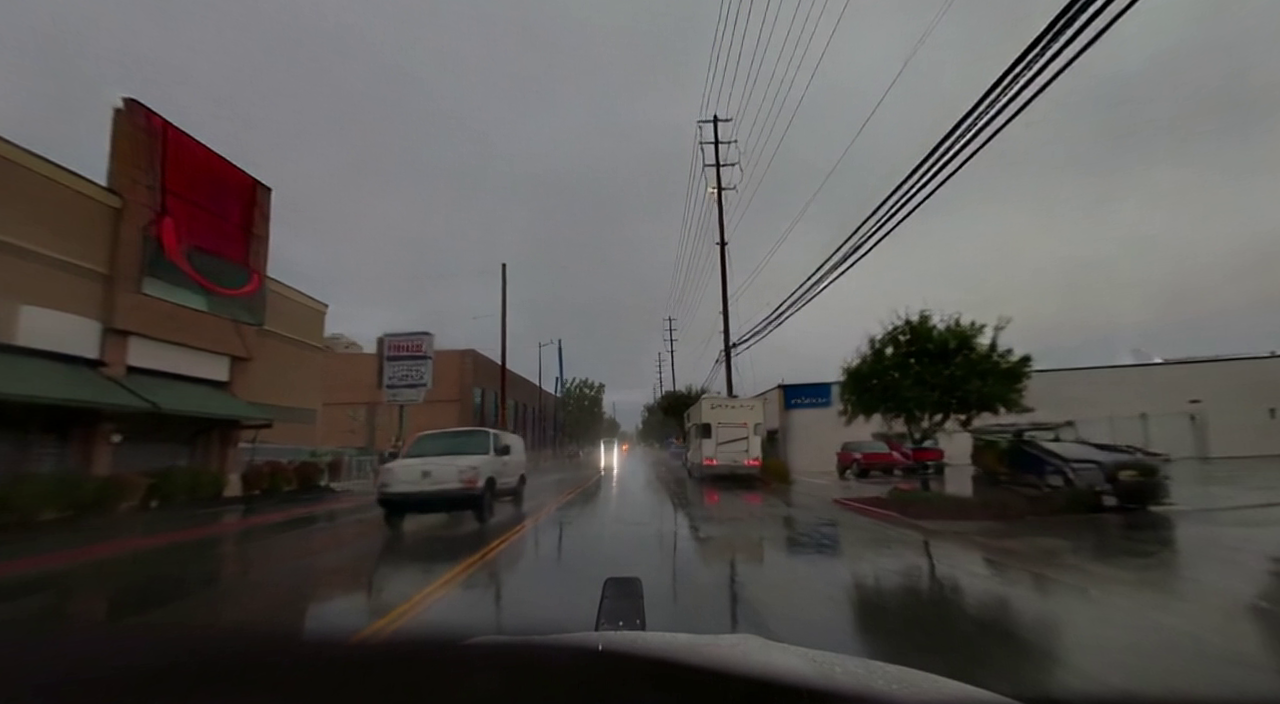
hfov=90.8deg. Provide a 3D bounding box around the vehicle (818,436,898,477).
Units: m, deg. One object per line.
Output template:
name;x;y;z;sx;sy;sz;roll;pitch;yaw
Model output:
vehicle;9.513;4.594;27.970;2.039;1.662;4.304;0;-8;1

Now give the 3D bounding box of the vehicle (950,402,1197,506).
vehicle;9.388;2.276;14.375;2.111;1.939;4.756;0;-8;-1

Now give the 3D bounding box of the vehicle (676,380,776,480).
vehicle;3.752;3.911;29.883;3.029;3.860;7.726;-5;-10;-3

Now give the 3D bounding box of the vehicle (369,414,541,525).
vehicle;-3.753;2.493;13.963;2.307;1.998;4.734;0;-8;1

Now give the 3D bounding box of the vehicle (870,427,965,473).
vehicle;12.163;4.331;28.084;2.022;1.849;4.509;0;-8;-2
